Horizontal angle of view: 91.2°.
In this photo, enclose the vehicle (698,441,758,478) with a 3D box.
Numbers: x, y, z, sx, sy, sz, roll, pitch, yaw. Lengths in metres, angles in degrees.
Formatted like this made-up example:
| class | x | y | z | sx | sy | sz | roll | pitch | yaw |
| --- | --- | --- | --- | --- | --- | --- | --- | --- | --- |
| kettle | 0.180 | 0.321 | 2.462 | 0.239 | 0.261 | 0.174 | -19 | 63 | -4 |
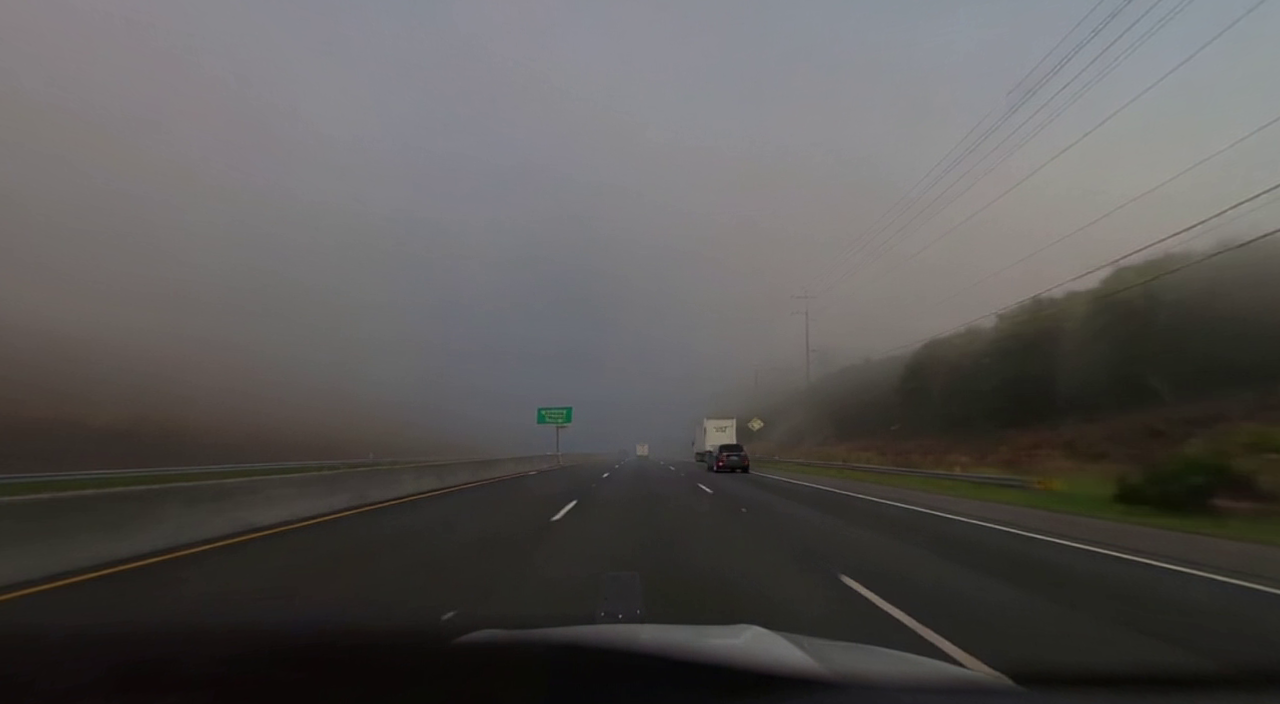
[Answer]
| class | x | y | z | sx | sy | sz | roll | pitch | yaw |
| --- | --- | --- | --- | --- | --- | --- | --- | --- | --- |
| vehicle | 3.955 | 4.926 | 28.908 | 2.054 | 1.565 | 4.089 | 0 | -9 | -1 |
